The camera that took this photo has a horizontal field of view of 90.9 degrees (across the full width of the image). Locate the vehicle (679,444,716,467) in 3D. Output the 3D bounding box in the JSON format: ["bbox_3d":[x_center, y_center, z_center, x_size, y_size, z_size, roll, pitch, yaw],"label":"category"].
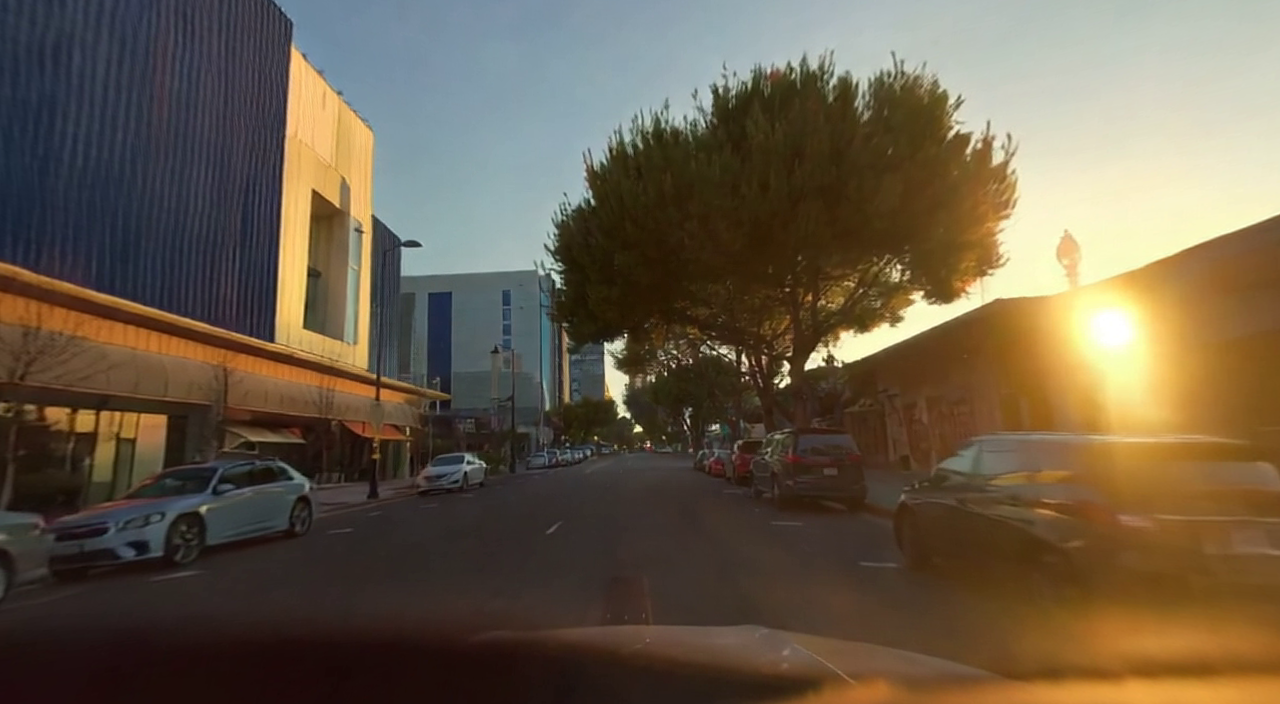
[{"bbox_3d":[4.046,7.400,45.141,2.081,1.463,4.263,0,-8,-3],"label":"vehicle"}]

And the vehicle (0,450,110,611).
[{"bbox_3d":[-7.223,1.613,4.867,2.001,1.502,4.851,-1,-7,1],"label":"vehicle"}]

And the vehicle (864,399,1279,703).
[{"bbox_3d":[3.910,1.375,5.730,2.008,1.644,4.476,0,-8,-1],"label":"vehicle"}]

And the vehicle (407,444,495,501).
[{"bbox_3d":[-7.163,4.553,24.538,1.996,1.770,5.518,-2,-7,-3],"label":"vehicle"}]

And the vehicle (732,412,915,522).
[{"bbox_3d":[3.789,2.472,14.334,2.390,2.005,5.276,0,-8,-2],"label":"vehicle"}]

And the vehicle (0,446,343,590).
[{"bbox_3d":[-7.073,2.369,10.052,2.182,1.522,4.946,-3,-7,2],"label":"vehicle"}]
